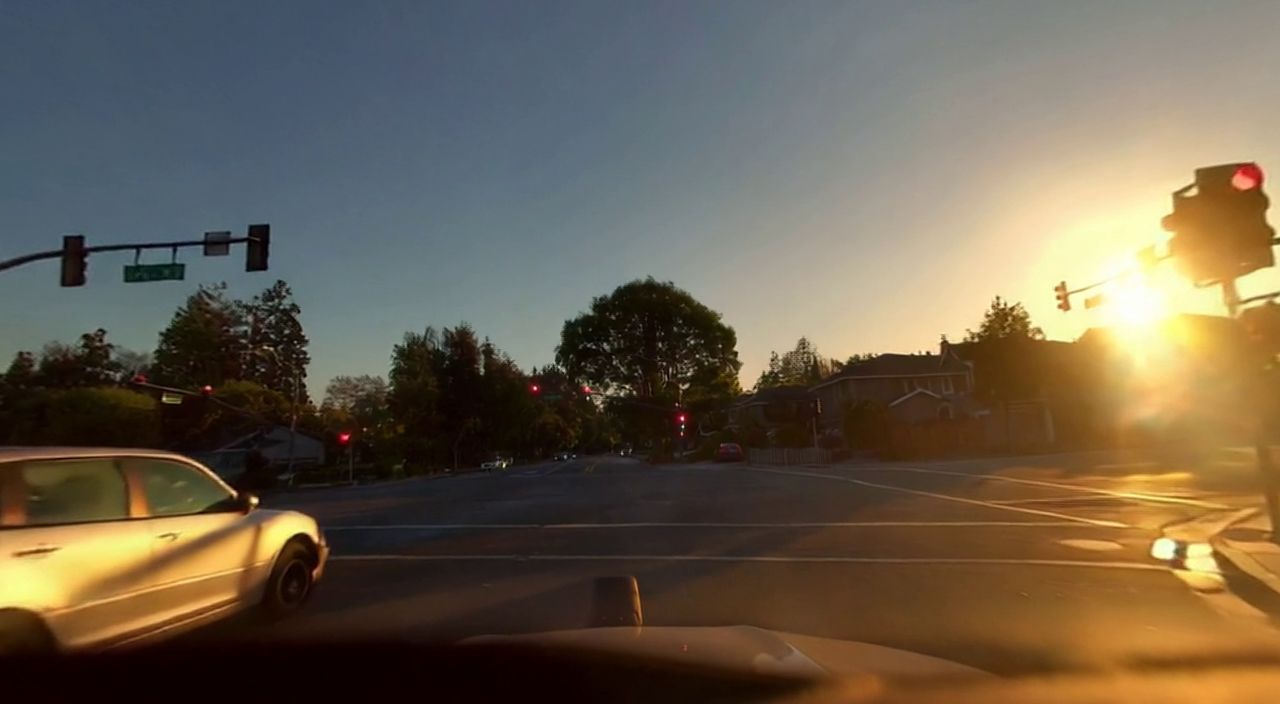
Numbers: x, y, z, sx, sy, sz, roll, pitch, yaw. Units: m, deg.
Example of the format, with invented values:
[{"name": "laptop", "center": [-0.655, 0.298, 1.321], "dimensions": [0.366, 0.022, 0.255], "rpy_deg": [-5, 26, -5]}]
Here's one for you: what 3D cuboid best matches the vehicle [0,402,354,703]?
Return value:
[{"name": "vehicle", "center": [-3.681, 1.202, 4.121], "dimensions": [1.777, 1.537, 3.831], "rpy_deg": [0, -9, 0]}]
